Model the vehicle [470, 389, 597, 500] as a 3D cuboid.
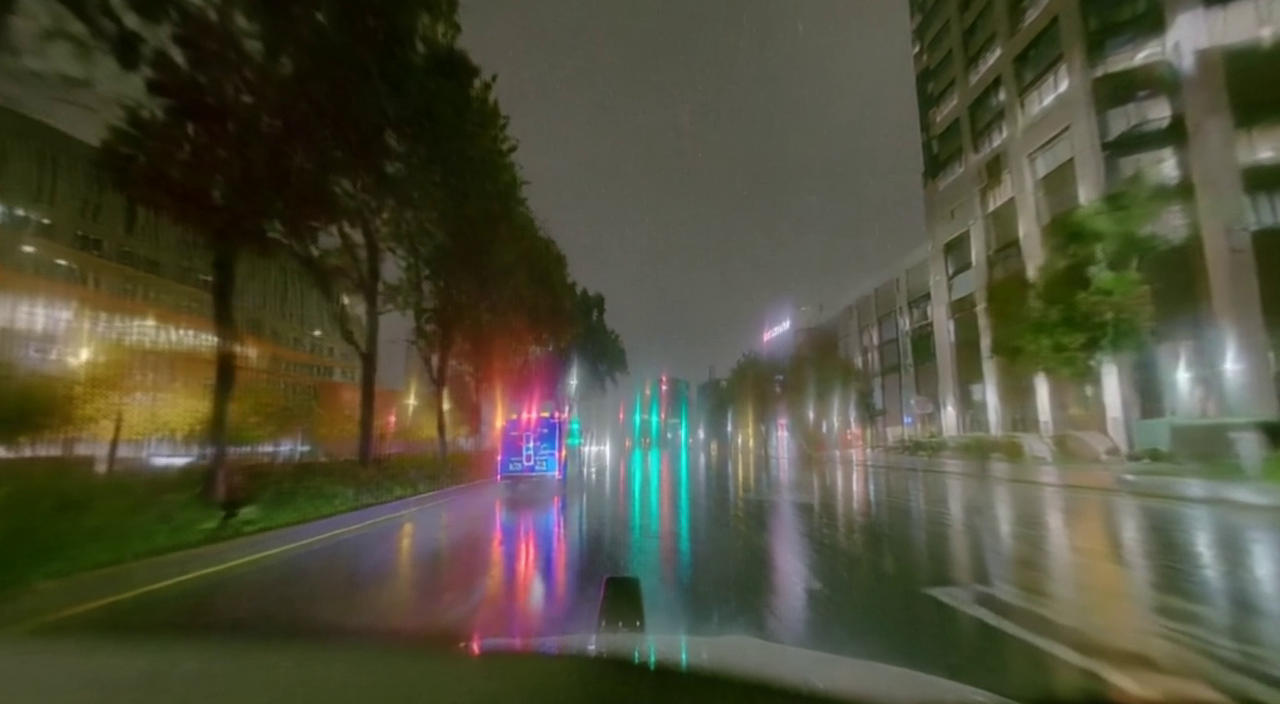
[{"bbox_3d":[-2.884,2.759,18.866,2.633,2.787,5.796,-1,-9,1],"label":"vehicle"}]
